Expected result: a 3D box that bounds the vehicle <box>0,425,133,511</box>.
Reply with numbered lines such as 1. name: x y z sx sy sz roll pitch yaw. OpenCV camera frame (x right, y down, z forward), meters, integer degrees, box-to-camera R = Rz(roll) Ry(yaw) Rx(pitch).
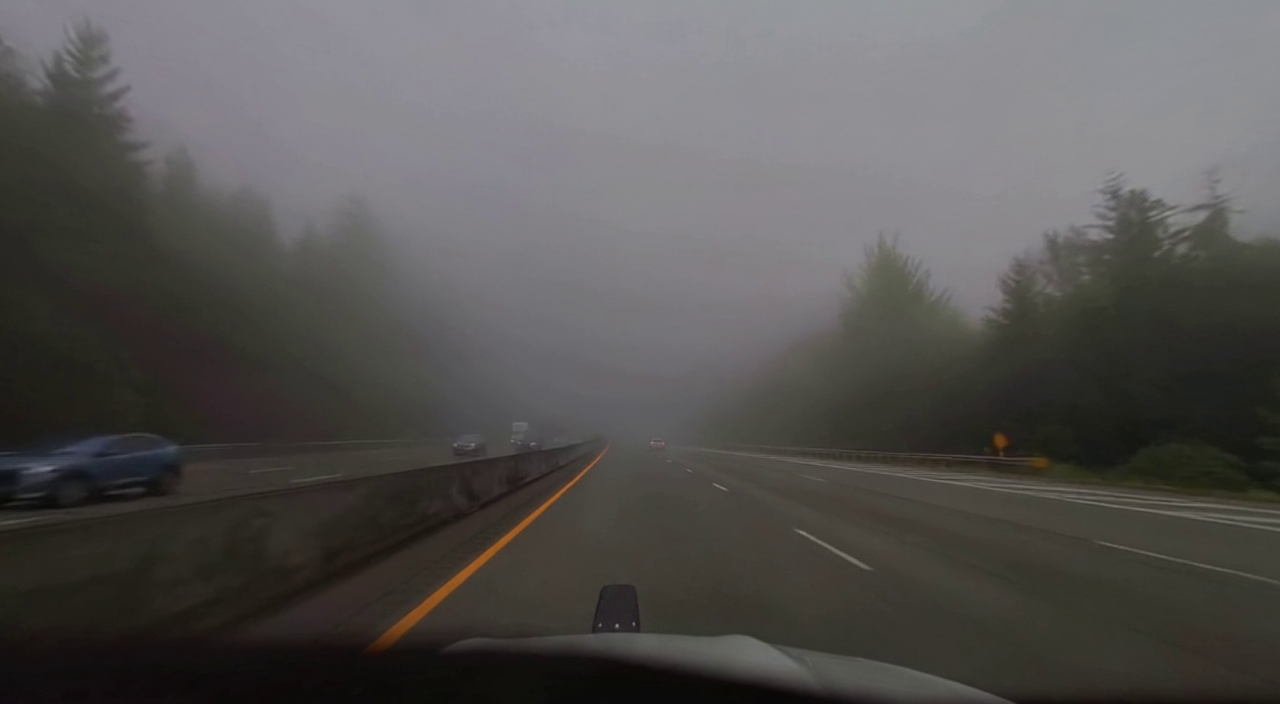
1. vehicle: -12.576 2.282 12.682 1.781 1.557 3.545 0 -8 -1
